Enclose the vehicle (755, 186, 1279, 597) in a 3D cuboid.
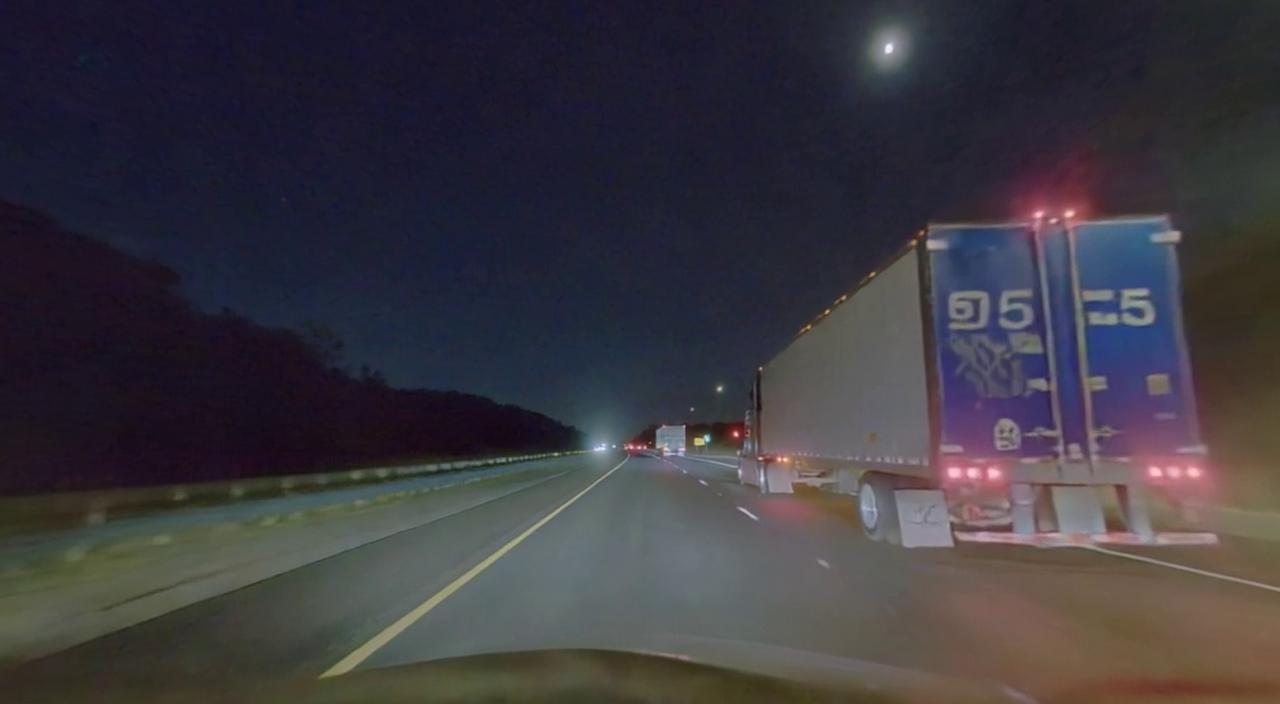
[{"bbox_3d":[4.456,1.053,10.758,3.107,3.718,10.231,0,-9,0],"label":"vehicle"}]
